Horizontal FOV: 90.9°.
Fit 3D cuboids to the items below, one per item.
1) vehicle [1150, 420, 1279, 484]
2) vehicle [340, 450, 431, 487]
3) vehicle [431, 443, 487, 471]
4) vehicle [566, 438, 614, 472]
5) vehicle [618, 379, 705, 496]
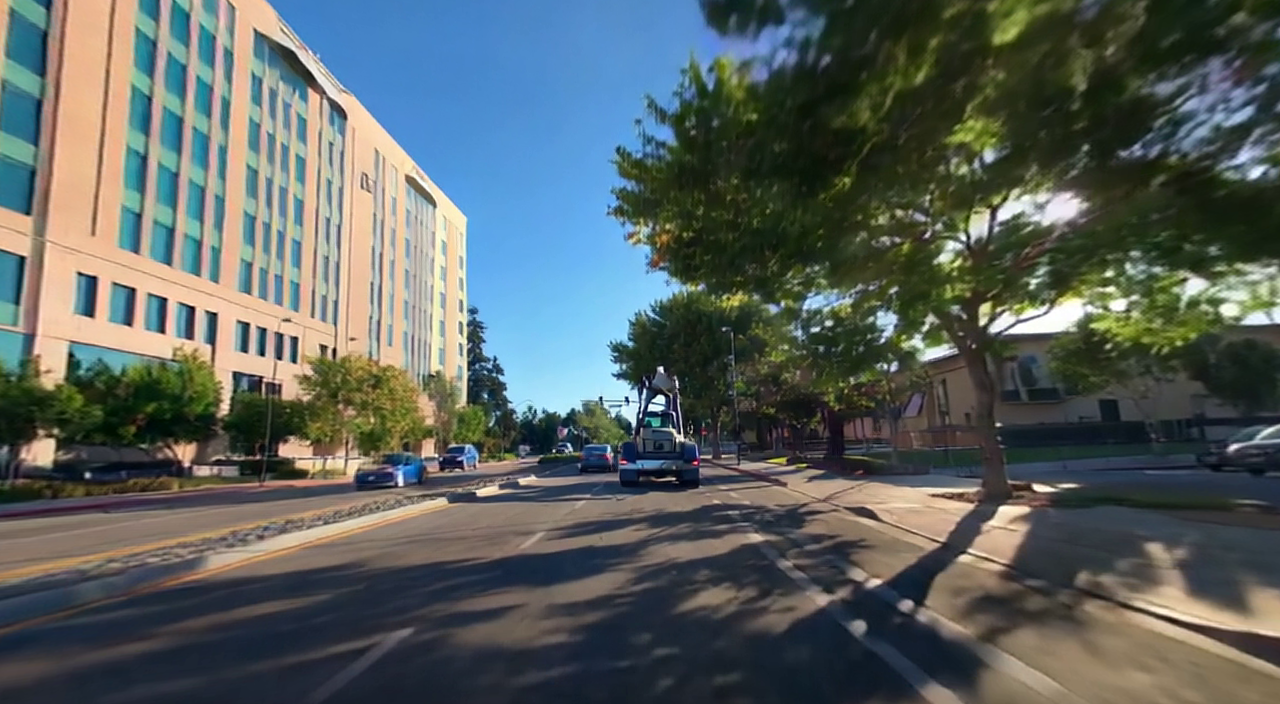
[{"bbox_3d":[17.030,2.761,17.661,1.845,1.593,3.941,0,-8,-8],"label":"vehicle"},{"bbox_3d":[-11.331,5.187,28.467,1.939,1.496,4.678,-1,-9,3],"label":"vehicle"},{"bbox_3d":[-13.786,8.029,48.395,2.225,1.946,6.187,0,-9,2],"label":"vehicle"},{"bbox_3d":[-2.634,5.573,34.231,2.081,1.688,4.235,0,-9,2],"label":"vehicle"},{"bbox_3d":[0.598,3.375,24.570,2.552,3.461,11.044,-1,-8,-1],"label":"vehicle"}]
